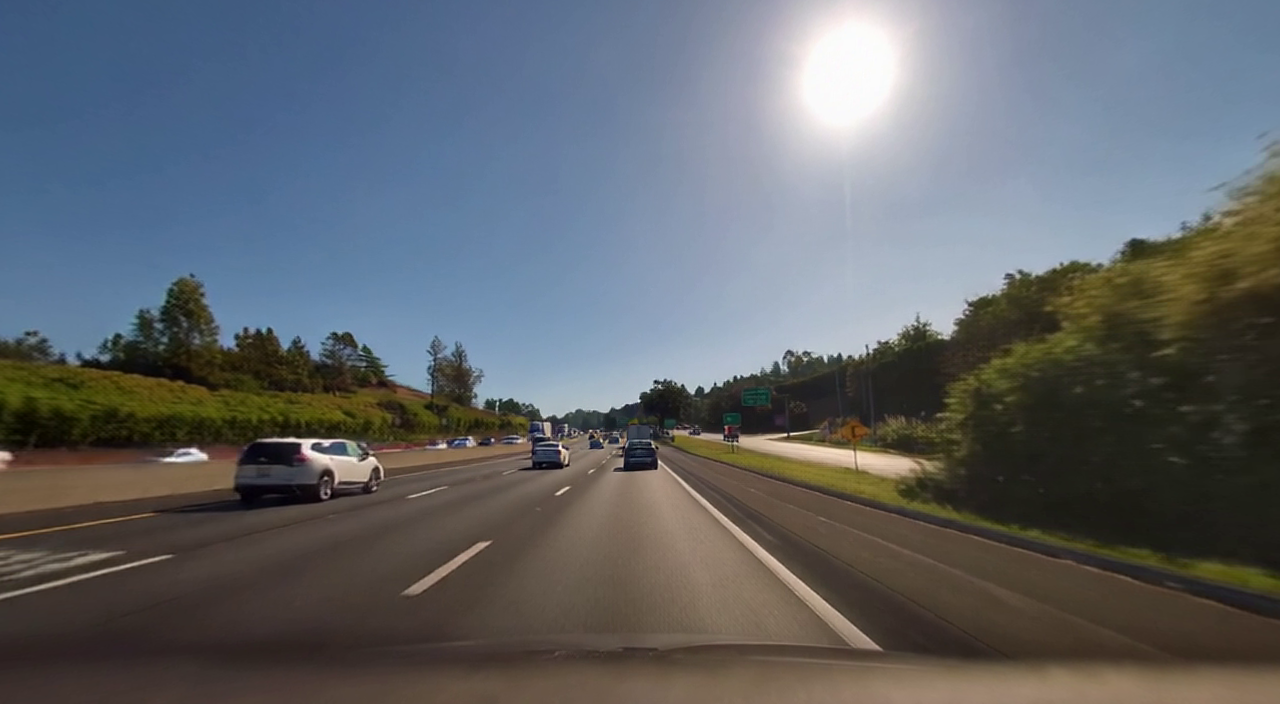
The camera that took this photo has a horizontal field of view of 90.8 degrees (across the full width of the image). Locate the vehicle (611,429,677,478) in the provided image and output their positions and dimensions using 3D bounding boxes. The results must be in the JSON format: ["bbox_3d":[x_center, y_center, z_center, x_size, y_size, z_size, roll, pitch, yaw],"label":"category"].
[{"bbox_3d":[0.113,4.014,25.184,2.378,1.750,4.355,0,-8,-1],"label":"vehicle"}]

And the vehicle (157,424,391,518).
[{"bbox_3d":[-7.433,2.459,13.601,2.195,1.652,4.733,0,-8,0],"label":"vehicle"}]

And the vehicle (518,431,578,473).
[{"bbox_3d":[-4.075,4.513,28.665,2.044,1.717,4.421,0,-8,0],"label":"vehicle"}]
